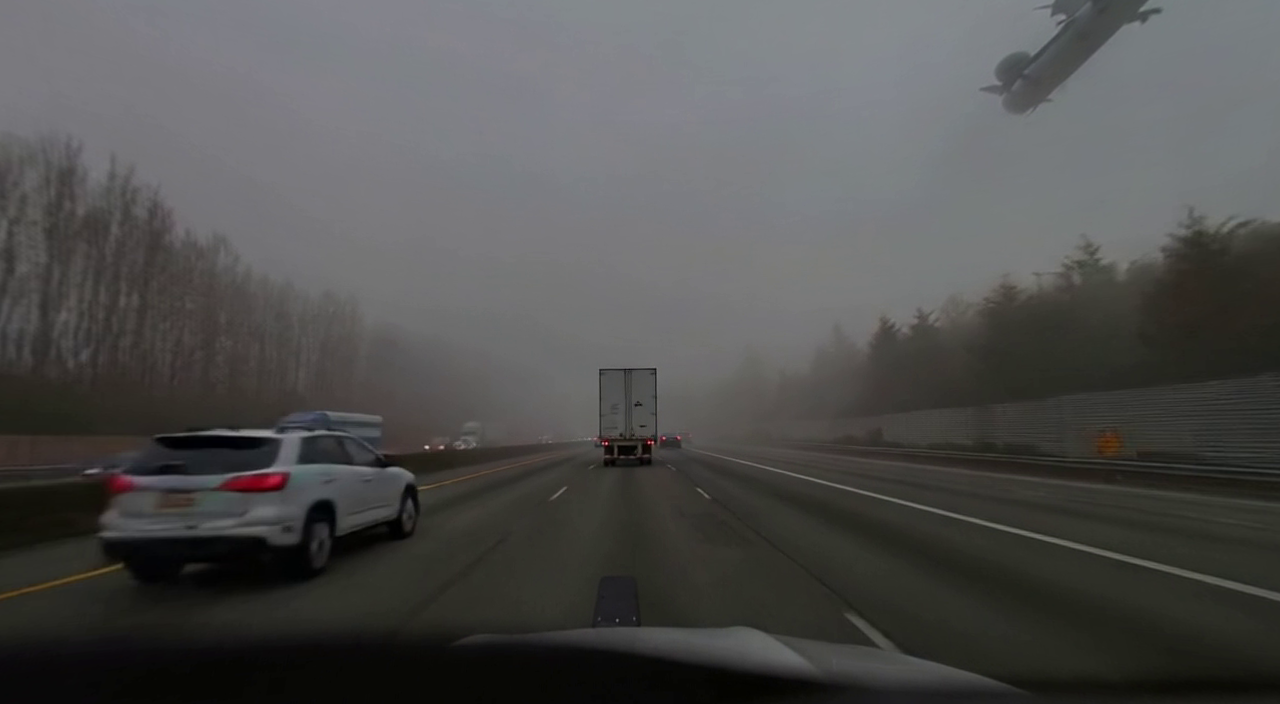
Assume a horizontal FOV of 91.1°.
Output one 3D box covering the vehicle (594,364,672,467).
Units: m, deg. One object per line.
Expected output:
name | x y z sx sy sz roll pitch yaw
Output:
vehicle | -0.330 3.546 32.624 2.965 3.972 16.689 0 -8 0

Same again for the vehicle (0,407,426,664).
vehicle | -3.839 1.393 6.036 2.005 1.521 4.454 0 -8 0
